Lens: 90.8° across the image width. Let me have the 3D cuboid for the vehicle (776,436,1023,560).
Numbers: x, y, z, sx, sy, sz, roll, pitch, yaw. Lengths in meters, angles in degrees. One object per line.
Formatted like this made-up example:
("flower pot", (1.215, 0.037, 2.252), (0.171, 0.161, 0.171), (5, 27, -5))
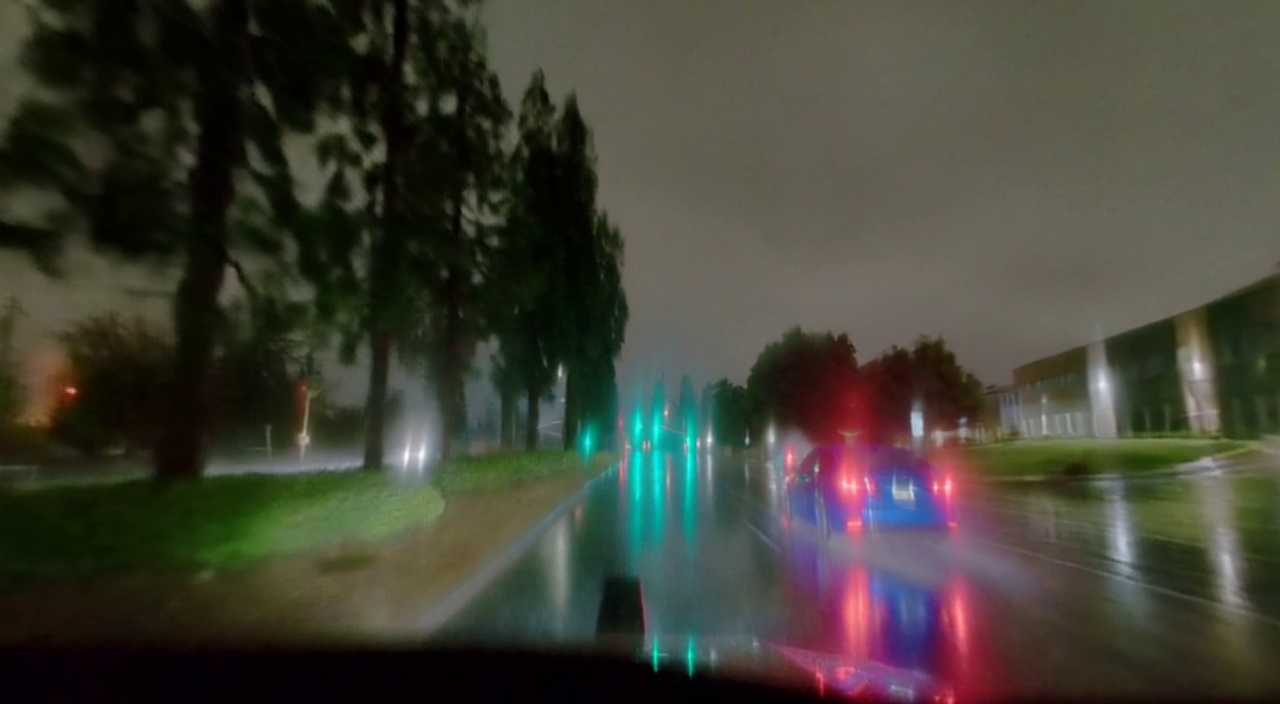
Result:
("vehicle", (3.609, 2.083, 9.820), (1.950, 1.473, 4.259), (0, -8, -1))

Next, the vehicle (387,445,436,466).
("vehicle", (-17.114, 7.754, 47.620), (1.921, 1.466, 4.804), (0, -8, 0))
